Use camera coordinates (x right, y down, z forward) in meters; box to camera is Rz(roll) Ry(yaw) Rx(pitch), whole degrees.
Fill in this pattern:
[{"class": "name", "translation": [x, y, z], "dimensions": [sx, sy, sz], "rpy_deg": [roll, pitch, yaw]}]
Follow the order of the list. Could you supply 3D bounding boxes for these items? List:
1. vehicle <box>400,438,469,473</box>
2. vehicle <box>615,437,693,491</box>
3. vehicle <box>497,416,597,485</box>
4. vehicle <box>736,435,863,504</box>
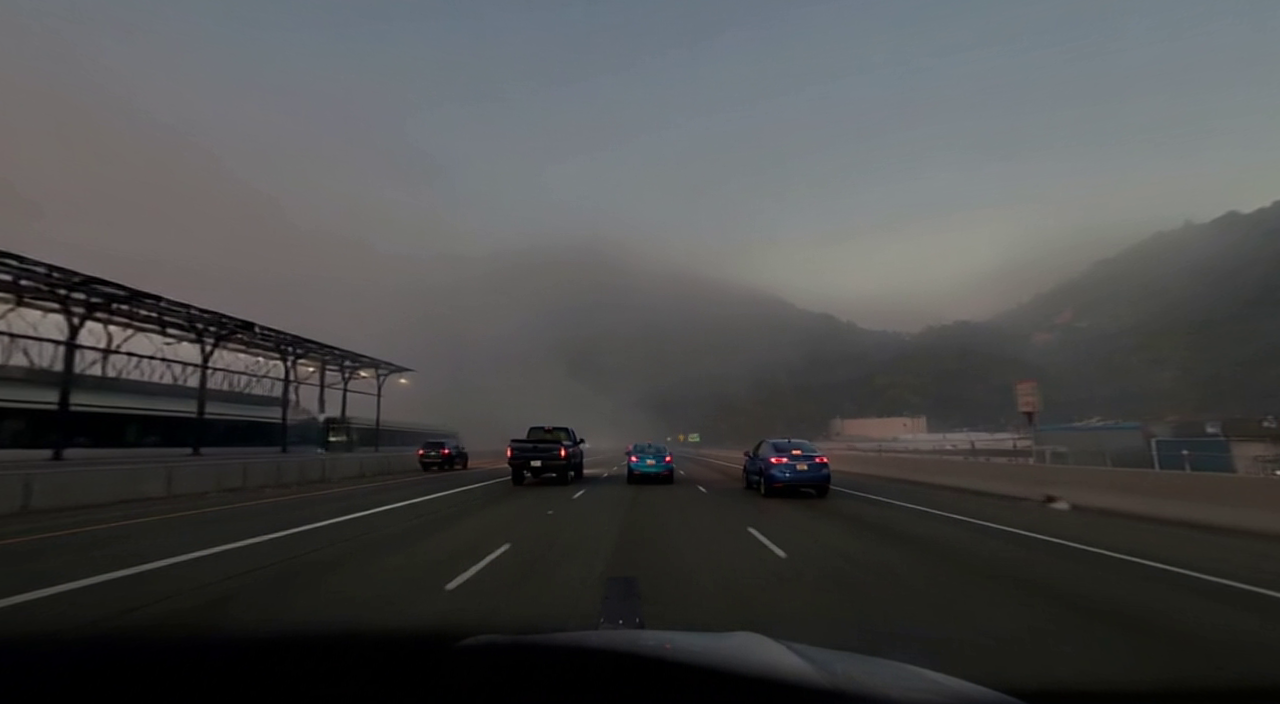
[{"class": "vehicle", "translation": [-10.918, 5.507, 33.846], "dimensions": [2.137, 1.728, 4.665], "rpy_deg": [0, -8, 0]}, {"class": "vehicle", "translation": [0.398, 3.450, 19.681], "dimensions": [2.171, 1.493, 4.081], "rpy_deg": [0, -8, 0]}, {"class": "vehicle", "translation": [-3.287, 3.725, 24.082], "dimensions": [2.733, 2.230, 6.820], "rpy_deg": [0, -8, 0]}, {"class": "vehicle", "translation": [3.885, 2.948, 16.311], "dimensions": [2.023, 1.510, 4.773], "rpy_deg": [0, -8, 0]}]
